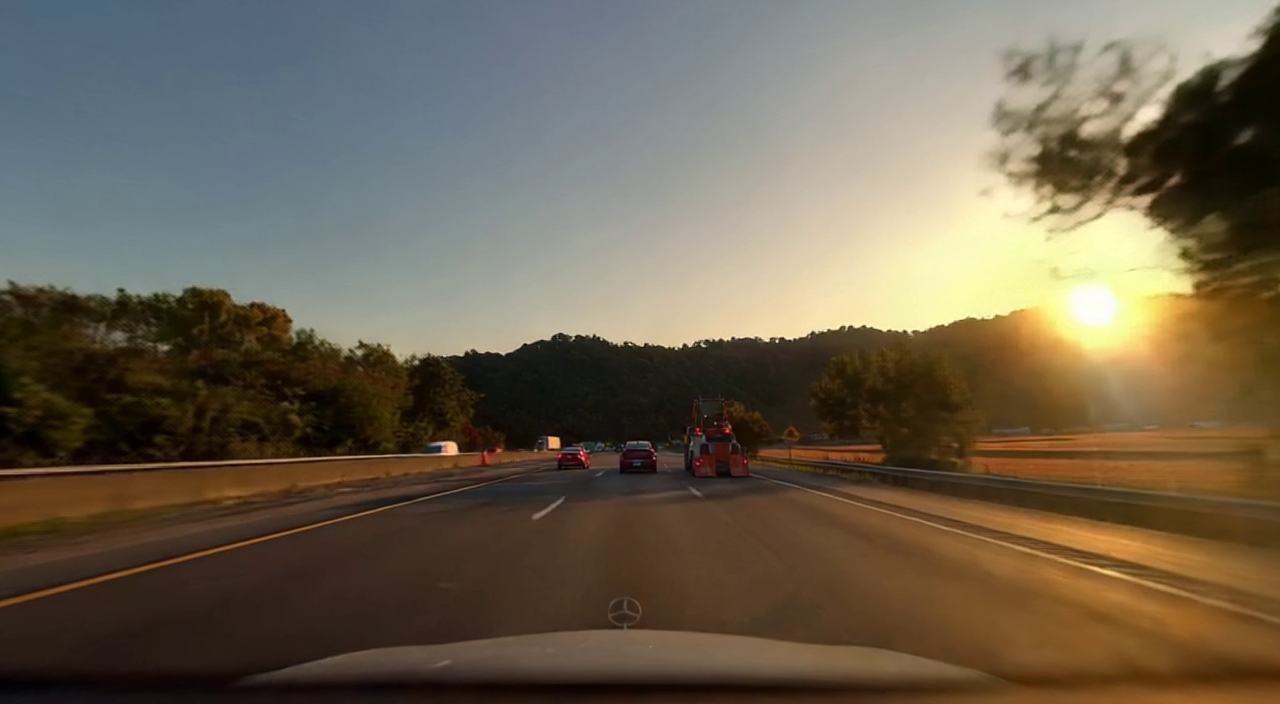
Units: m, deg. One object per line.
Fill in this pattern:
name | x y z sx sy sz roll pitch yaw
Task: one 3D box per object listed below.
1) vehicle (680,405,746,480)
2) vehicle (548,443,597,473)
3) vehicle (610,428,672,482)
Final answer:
vehicle | 4.030 5.301 36.925 2.793 3.828 9.580 0 -8 1
vehicle | -3.542 5.697 34.105 2.096 1.469 4.319 0 -8 1
vehicle | 0.069 4.184 25.971 2.308 1.993 4.631 0 -8 1
